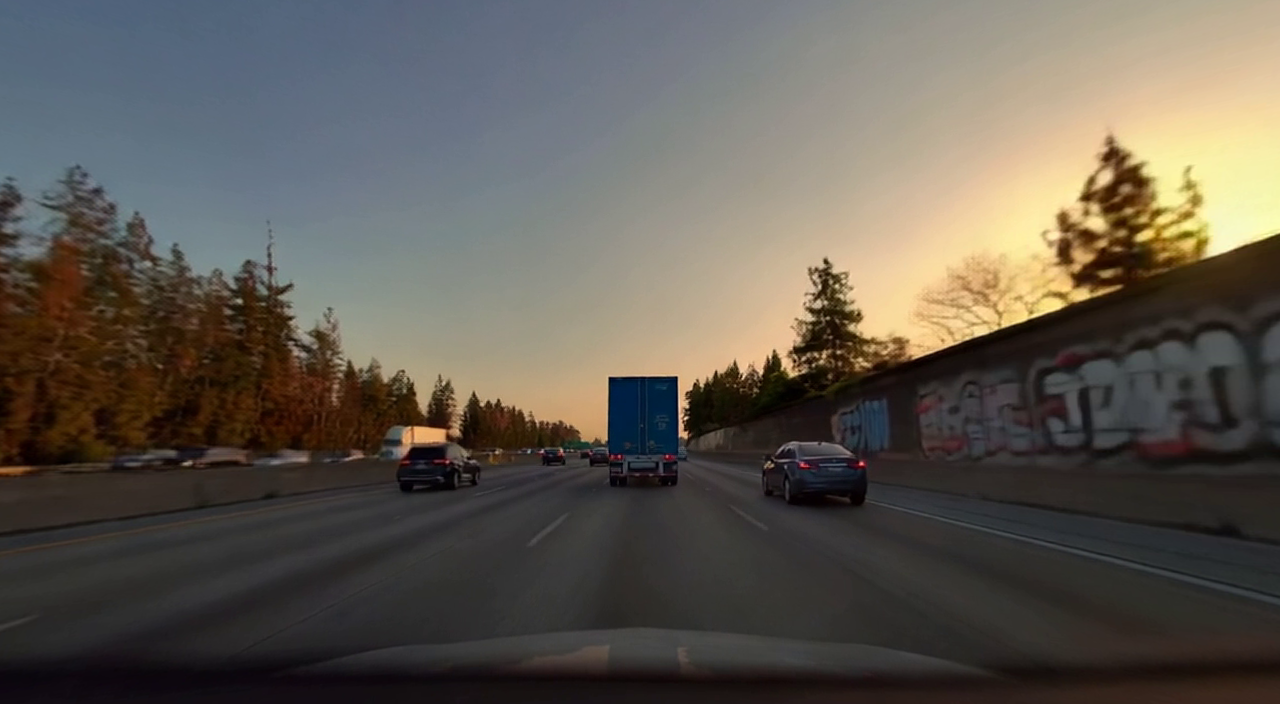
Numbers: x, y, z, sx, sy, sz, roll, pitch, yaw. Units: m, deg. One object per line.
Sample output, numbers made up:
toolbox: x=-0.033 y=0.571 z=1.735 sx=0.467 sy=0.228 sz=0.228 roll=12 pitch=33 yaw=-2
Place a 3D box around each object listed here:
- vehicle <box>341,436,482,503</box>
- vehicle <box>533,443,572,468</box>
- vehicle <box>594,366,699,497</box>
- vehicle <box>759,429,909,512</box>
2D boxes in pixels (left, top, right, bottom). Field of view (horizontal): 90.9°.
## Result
vehicle: x=-6.337 y=3.321 z=18.265 sx=2.134 sy=1.662 sz=4.851 roll=-1 pitch=-9 yaw=2
vehicle: x=-6.027 y=7.164 z=43.756 sx=2.005 sy=1.607 sz=4.042 roll=-1 pitch=-9 yaw=2
vehicle: x=0.120 y=2.960 z=22.557 sx=2.915 sy=3.661 sz=9.741 roll=0 pitch=-9 yaw=-1
vehicle: x=4.447 y=2.799 z=15.311 sx=2.205 sy=1.689 sz=4.403 roll=0 pitch=-9 yaw=0
